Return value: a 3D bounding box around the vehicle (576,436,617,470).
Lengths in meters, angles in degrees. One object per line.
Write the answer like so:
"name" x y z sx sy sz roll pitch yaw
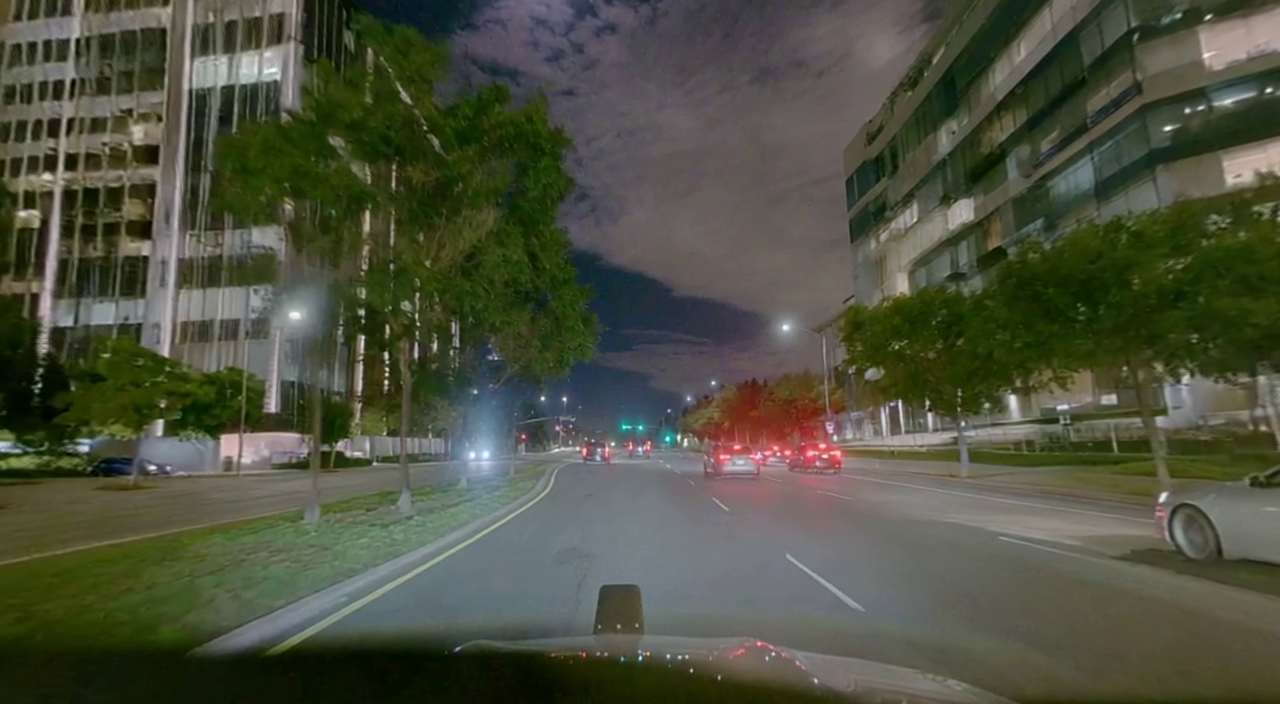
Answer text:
"vehicle" -2.426 5.629 35.391 2.155 1.797 3.989 0 -9 -4

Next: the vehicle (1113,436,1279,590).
"vehicle" 6.972 1.494 5.813 1.830 1.443 4.351 0 -8 -1

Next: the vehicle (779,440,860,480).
"vehicle" 7.386 4.461 26.464 1.944 1.503 4.723 0 -8 -1

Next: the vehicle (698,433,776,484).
"vehicle" 3.632 4.078 24.511 2.152 1.742 4.704 0 -8 -1
